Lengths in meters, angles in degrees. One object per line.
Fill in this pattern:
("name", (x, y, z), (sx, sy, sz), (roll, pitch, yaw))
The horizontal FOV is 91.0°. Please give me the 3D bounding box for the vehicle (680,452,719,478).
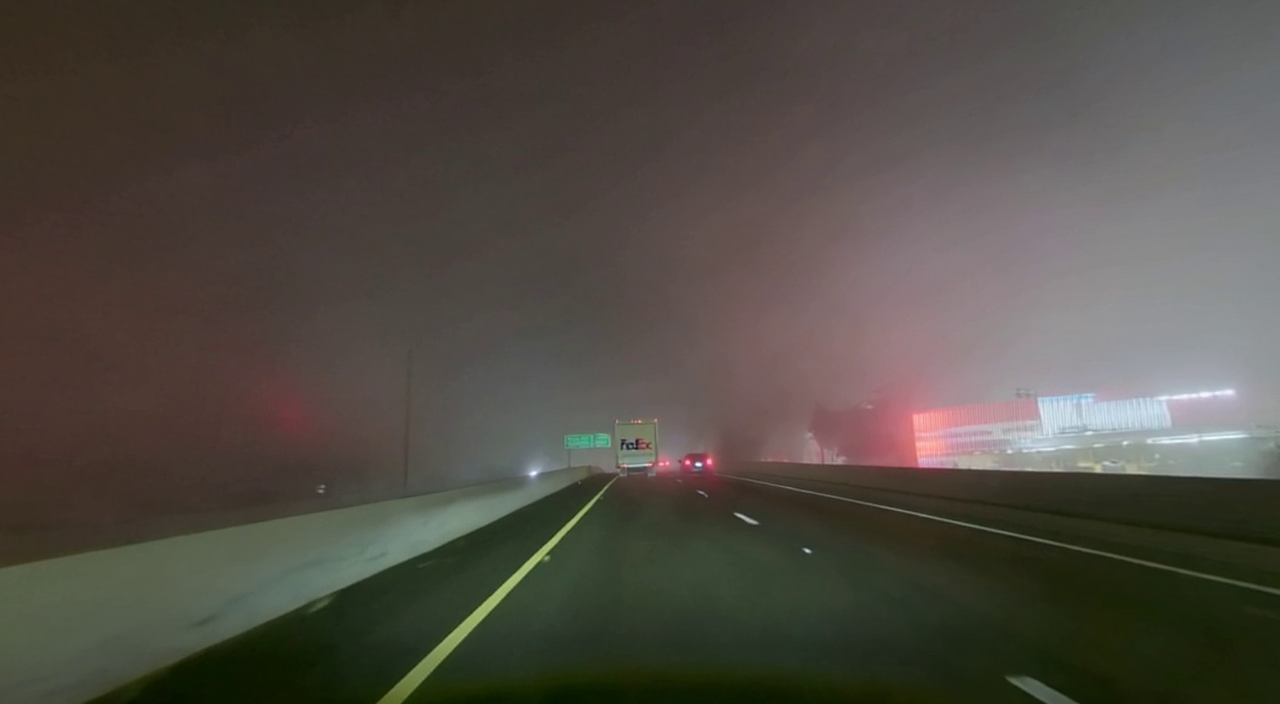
("vehicle", (3.759, 7.168, 40.293), (1.966, 1.558, 4.238), (0, -9, -2))
